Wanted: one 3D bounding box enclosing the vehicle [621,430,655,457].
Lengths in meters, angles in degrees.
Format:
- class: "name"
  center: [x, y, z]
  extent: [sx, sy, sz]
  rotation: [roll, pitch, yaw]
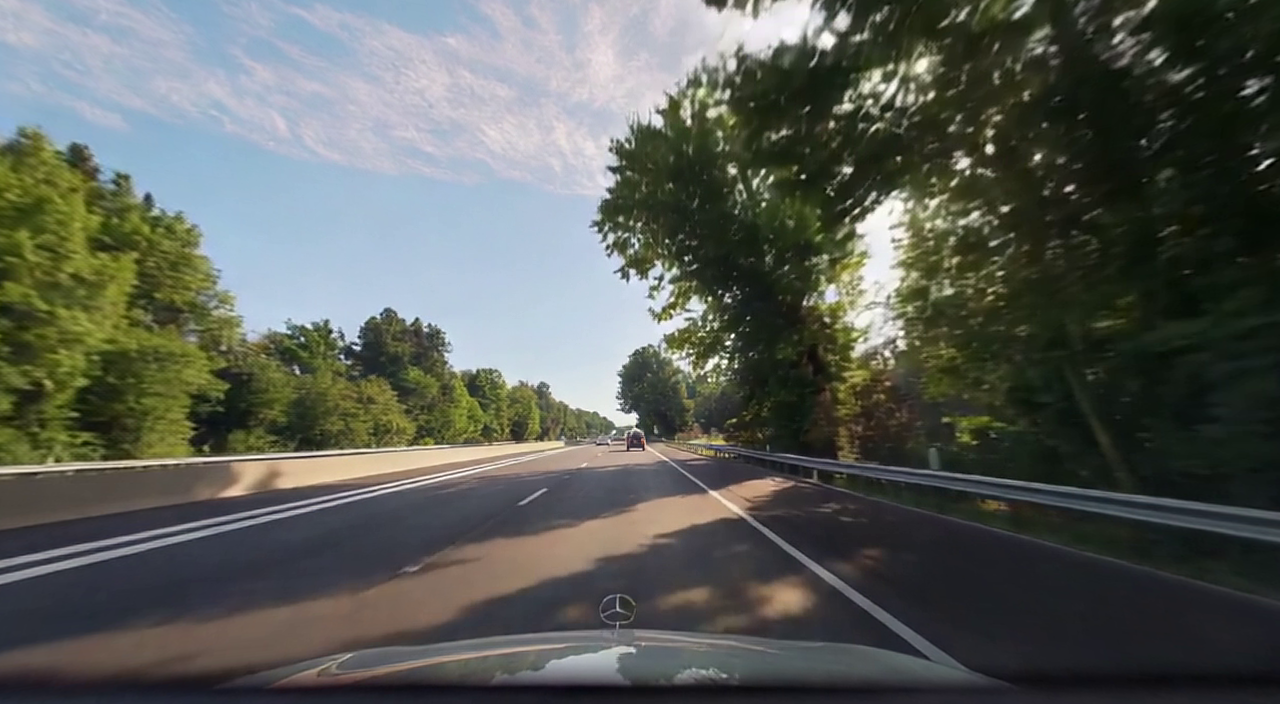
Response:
- class: "vehicle"
  center: [-0.141, 5.997, 41.373]
  extent: [2.134, 1.654, 4.174]
  rotation: [0, -8, 0]
